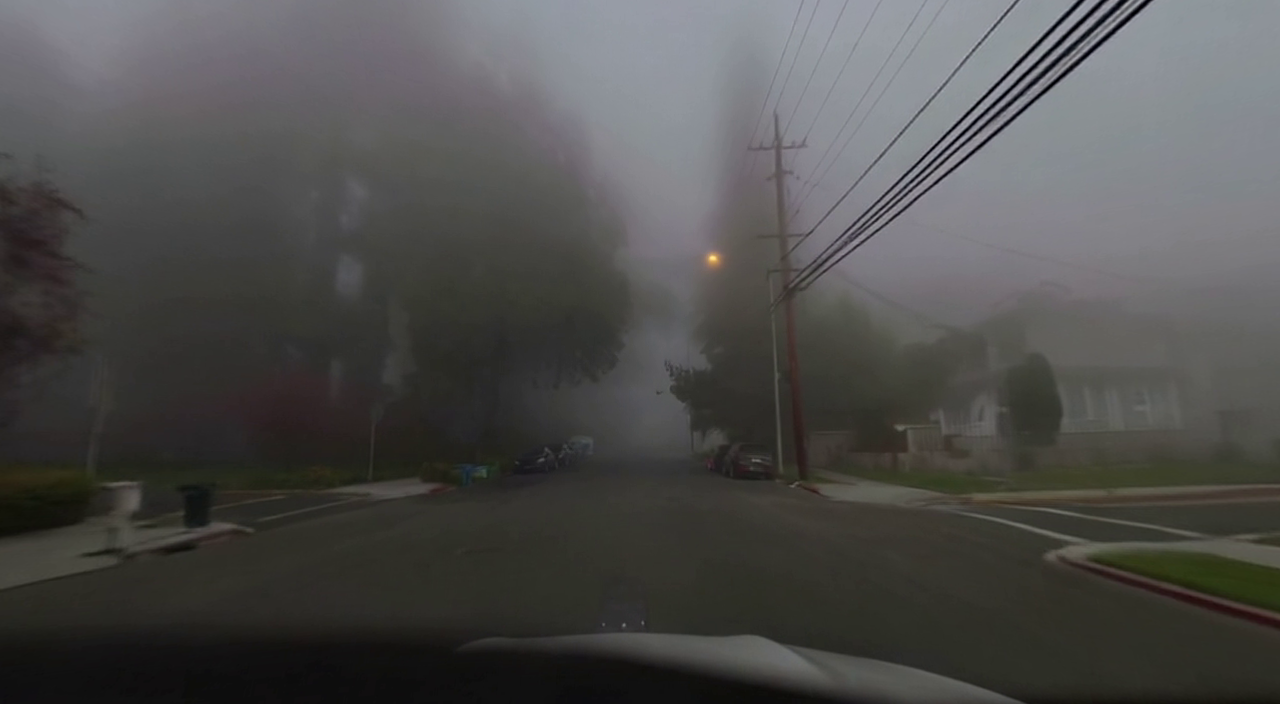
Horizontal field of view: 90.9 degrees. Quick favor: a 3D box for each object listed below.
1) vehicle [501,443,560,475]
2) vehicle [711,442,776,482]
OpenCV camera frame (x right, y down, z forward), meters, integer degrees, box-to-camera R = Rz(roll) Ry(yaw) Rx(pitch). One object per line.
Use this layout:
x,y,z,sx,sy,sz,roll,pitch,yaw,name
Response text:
-5.781,5.708,33.973,2.231,1.492,4.727,1,-8,1,vehicle
4.038,4.346,25.197,1.851,1.438,4.177,0,-9,0,vehicle
